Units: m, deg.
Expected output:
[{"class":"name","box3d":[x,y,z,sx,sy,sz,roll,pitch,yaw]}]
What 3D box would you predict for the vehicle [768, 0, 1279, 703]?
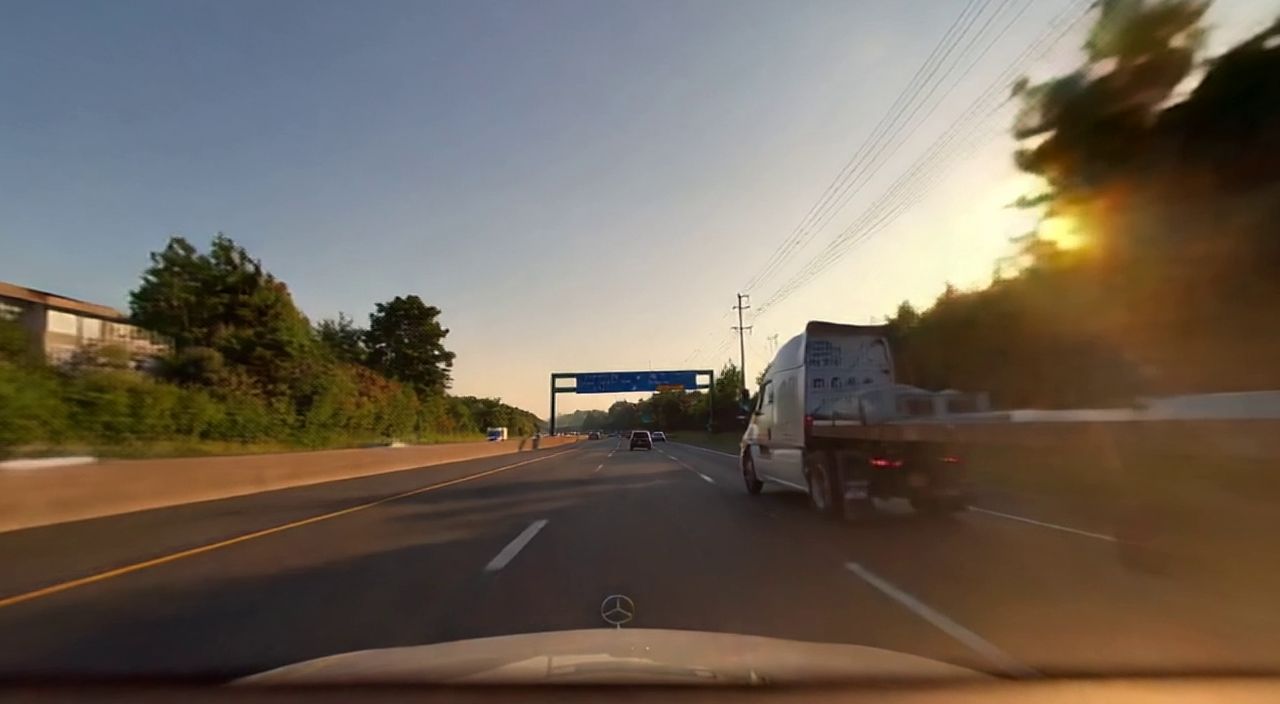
[{"class":"vehicle","box3d":[3.731,-0.213,3.490,2.944,3.973,13.227,0,-8,-1]}]
